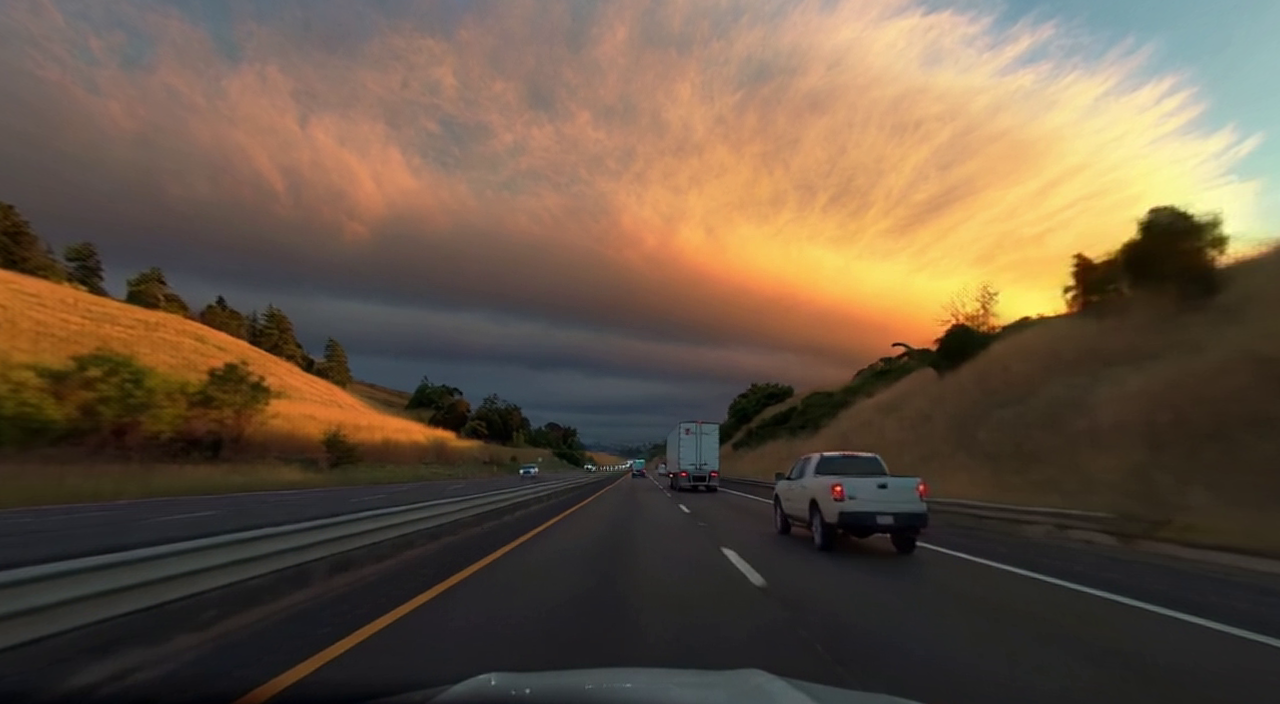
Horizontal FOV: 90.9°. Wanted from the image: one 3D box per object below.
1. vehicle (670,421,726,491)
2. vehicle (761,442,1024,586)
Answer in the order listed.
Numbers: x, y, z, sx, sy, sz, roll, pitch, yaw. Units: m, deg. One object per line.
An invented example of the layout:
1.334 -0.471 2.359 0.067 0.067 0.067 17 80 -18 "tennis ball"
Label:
3.800 7.456 44.667 2.863 4.088 14.040 1 -10 1 "vehicle"
3.452 2.360 9.868 2.124 1.662 4.641 1 -10 -1 "vehicle"
